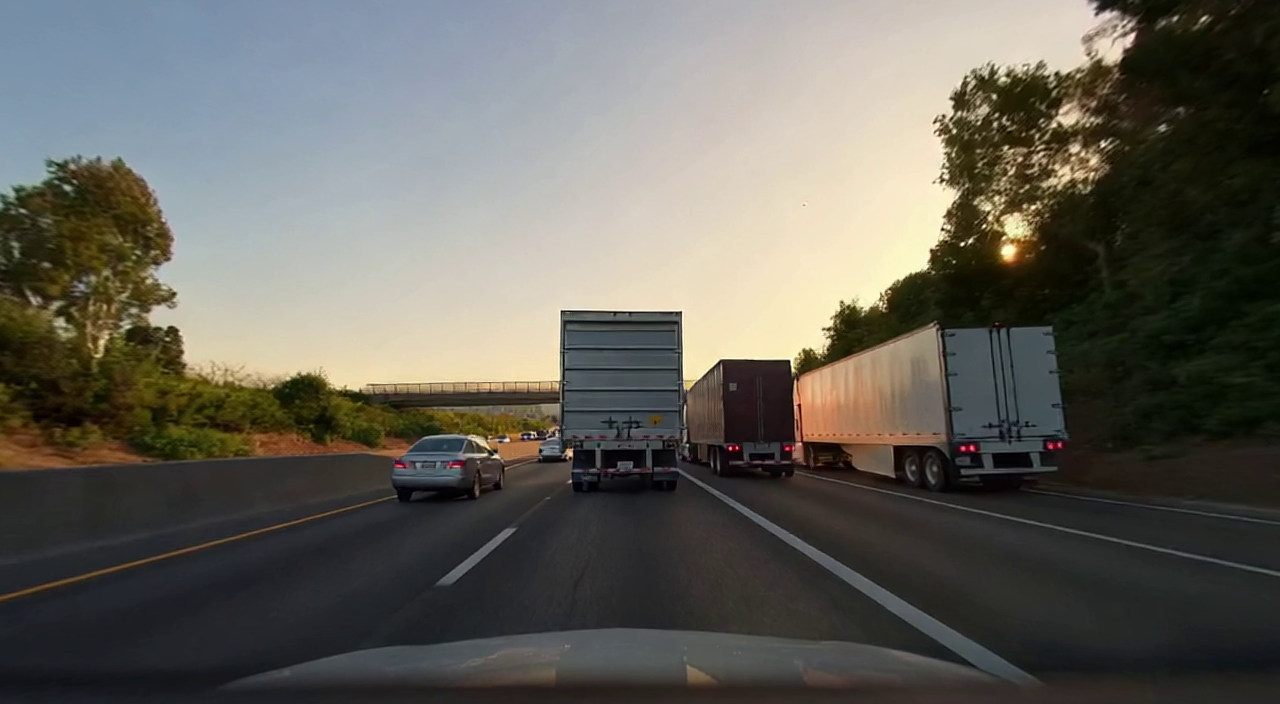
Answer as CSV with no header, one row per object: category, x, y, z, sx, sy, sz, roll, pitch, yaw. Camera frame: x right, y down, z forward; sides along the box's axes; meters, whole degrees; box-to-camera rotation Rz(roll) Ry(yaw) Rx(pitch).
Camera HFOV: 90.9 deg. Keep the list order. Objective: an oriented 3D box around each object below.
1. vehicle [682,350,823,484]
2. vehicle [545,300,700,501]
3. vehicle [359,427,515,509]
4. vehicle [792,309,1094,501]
vehicle,3.648,2.635,24.085,2.817,3.886,11.491,0,-8,-2
vehicle,-0.483,1.663,18.079,3.090,4.065,10.702,0,-8,-1
vehicle,-4.097,2.386,13.478,2.049,1.483,3.786,0,-8,0
vehicle,7.994,1.968,19.984,3.000,4.114,13.063,0,-8,-1
